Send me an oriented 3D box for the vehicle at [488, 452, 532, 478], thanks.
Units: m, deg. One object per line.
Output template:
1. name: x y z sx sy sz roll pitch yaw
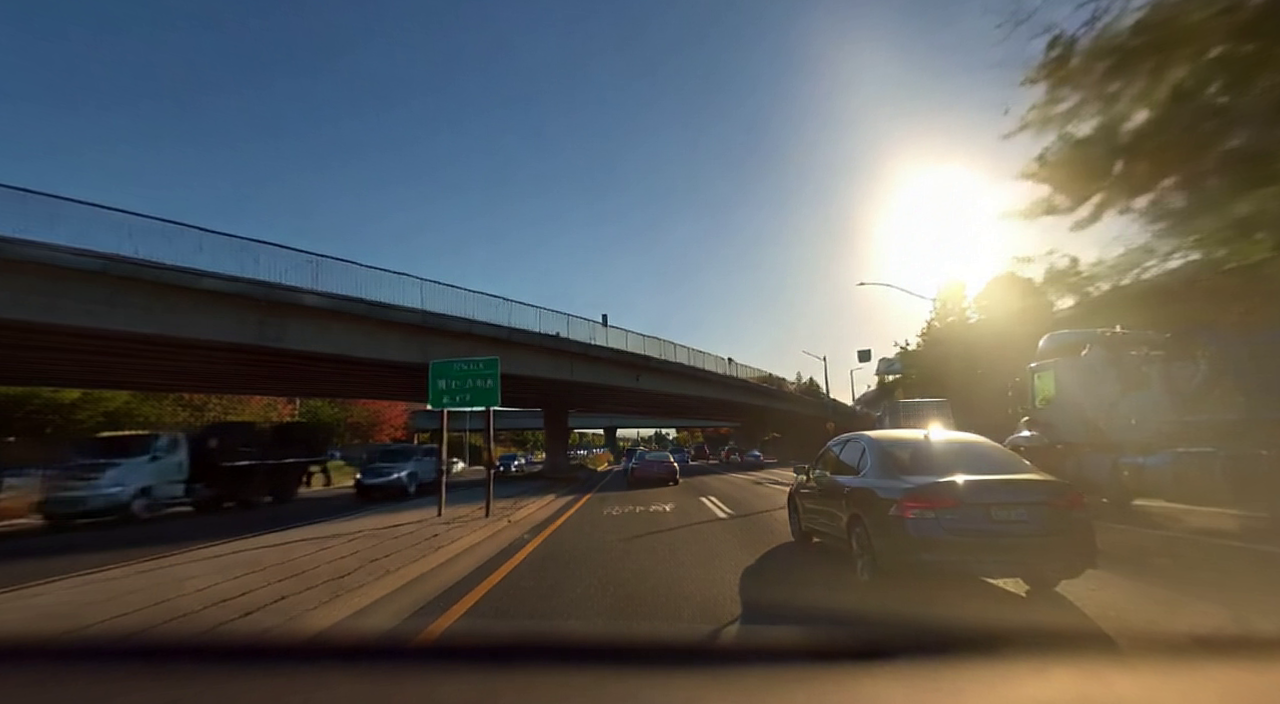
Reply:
1. vehicle: -8.251 7.184 40.408 1.858 1.494 4.034 0 -9 1

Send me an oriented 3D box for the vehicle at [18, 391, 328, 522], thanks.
1. vehicle: -15.830 3.725 23.250 3.206 3.617 10.684 -1 -8 0

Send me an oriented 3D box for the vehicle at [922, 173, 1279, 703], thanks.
1. vehicle: 3.449 0.592 2.254 2.588 2.321 4.927 0 -9 0

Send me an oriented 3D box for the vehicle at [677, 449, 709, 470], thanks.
1. vehicle: 3.767 7.741 45.634 1.962 1.431 4.205 0 -9 0

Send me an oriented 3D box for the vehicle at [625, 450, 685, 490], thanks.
1. vehicle: 0.511 4.312 23.384 2.027 1.341 3.775 0 -9 0

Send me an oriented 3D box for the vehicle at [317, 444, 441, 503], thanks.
1. vehicle: -8.627 4.016 21.454 2.165 1.764 4.671 0 -9 0
